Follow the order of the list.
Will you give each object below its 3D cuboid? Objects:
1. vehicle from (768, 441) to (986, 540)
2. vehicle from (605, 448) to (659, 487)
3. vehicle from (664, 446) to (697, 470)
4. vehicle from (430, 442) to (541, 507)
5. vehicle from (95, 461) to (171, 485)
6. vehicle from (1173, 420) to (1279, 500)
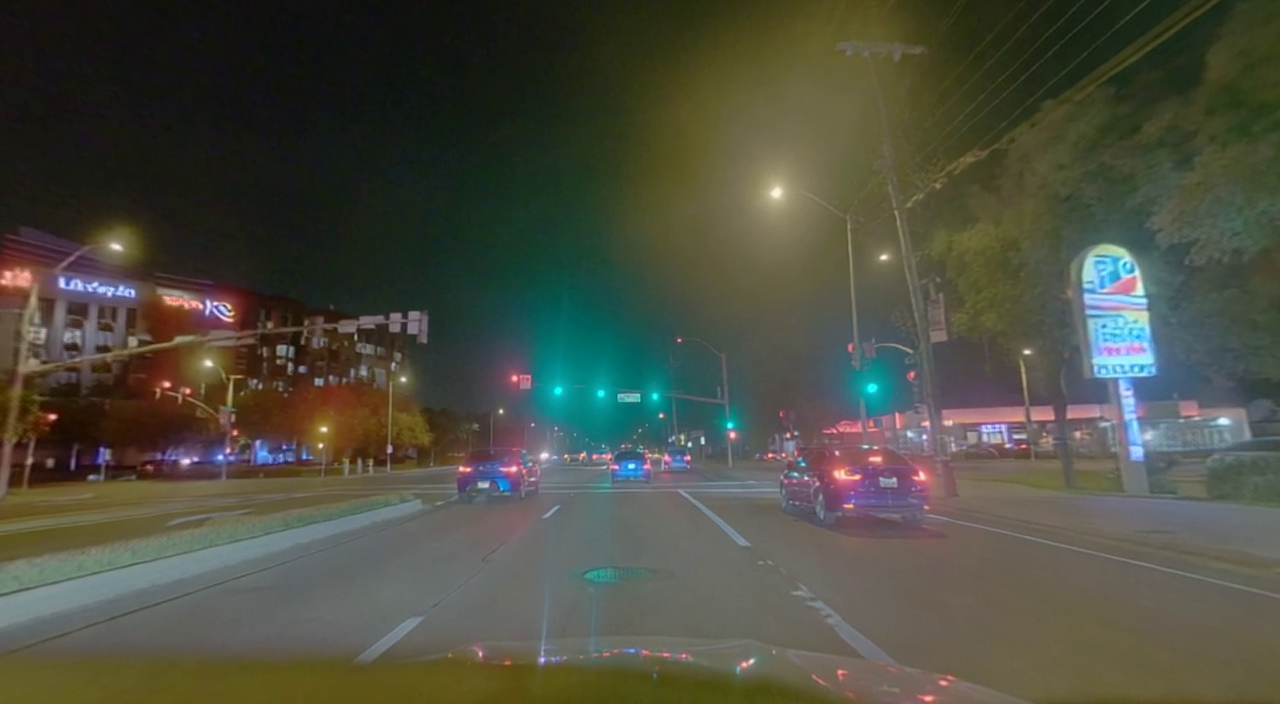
[{"bbox_3d":[4.173,2.507,12.253,2.119,1.479,4.910,0,-9,-3],"label":"vehicle"},{"bbox_3d":[-0.366,4.774,26.459,2.072,1.473,4.139,0,-9,-2],"label":"vehicle"},{"bbox_3d":[2.892,7.715,46.070,1.986,1.660,4.006,0,-9,-2],"label":"vehicle"},{"bbox_3d":[-4.136,3.355,17.816,2.035,1.564,4.702,0,-9,-1],"label":"vehicle"},{"bbox_3d":[-37.684,9.009,47.046,3.931,1.653,2.134,-1,-9,6],"label":"vehicle"},{"bbox_3d":[15.927,2.500,14.837,4.941,1.697,2.128,0,-9,-3],"label":"vehicle"}]
